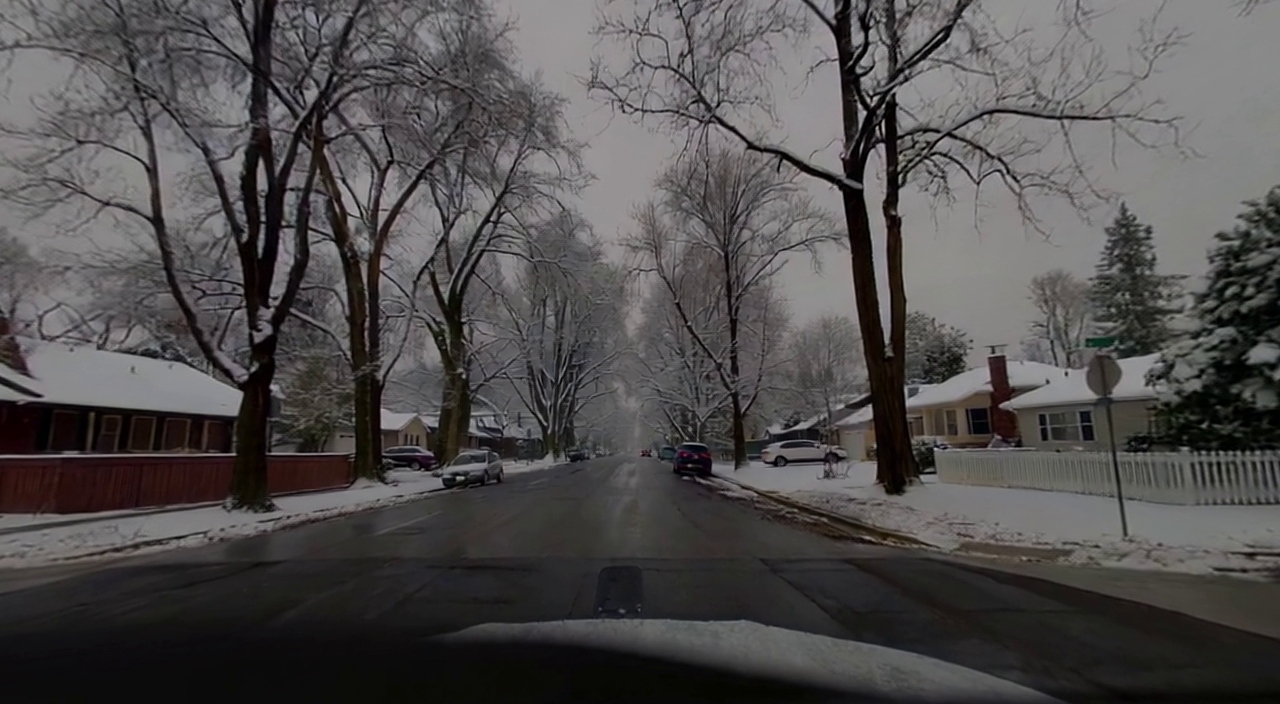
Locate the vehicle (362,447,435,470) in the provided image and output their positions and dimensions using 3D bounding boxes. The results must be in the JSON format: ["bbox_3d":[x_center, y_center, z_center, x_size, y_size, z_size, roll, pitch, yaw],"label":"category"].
[{"bbox_3d":[-16.561,7.291,43.439,4.276,1.463,1.832,-1,-8,6],"label":"vehicle"}]

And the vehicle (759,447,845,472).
[{"bbox_3d":[10.133,6.756,39.889,5.041,1.486,1.969,-1,-8,8],"label":"vehicle"}]

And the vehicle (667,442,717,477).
[{"bbox_3d":[2.896,6.129,36.352,2.241,1.875,5.059,1,-8,-2],"label":"vehicle"}]

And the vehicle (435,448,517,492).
[{"bbox_3d":[-6.609,4.776,25.960,2.099,1.399,4.357,-4,-7,1],"label":"vehicle"}]
